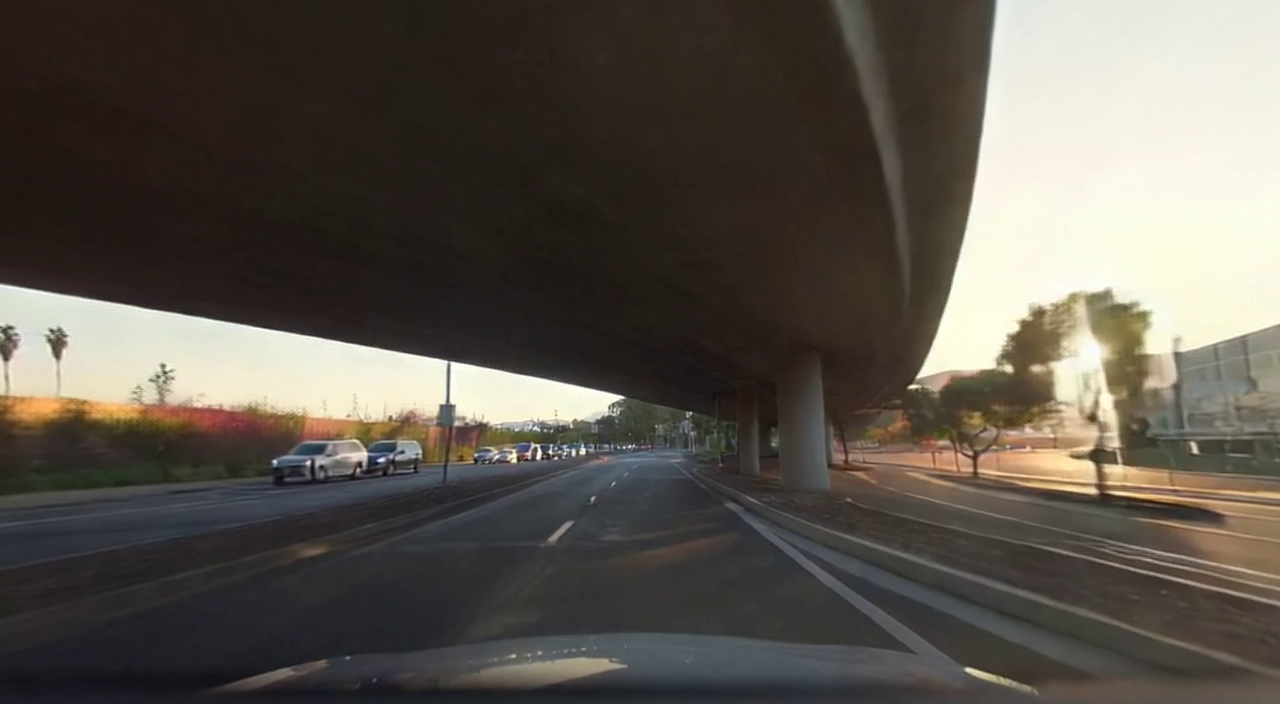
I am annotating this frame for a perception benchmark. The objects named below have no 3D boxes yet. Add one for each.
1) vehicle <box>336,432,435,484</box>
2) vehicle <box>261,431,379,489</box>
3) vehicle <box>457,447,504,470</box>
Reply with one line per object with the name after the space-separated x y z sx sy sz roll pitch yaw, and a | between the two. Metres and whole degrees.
-12.893 5.391 32.635 2.307 2.349 6.335 1 -8 1 | vehicle
-12.949 4.425 26.103 2.136 2.016 5.354 2 -9 -2 | vehicle
-12.312 8.215 49.071 2.156 1.489 4.758 4 -8 2 | vehicle
